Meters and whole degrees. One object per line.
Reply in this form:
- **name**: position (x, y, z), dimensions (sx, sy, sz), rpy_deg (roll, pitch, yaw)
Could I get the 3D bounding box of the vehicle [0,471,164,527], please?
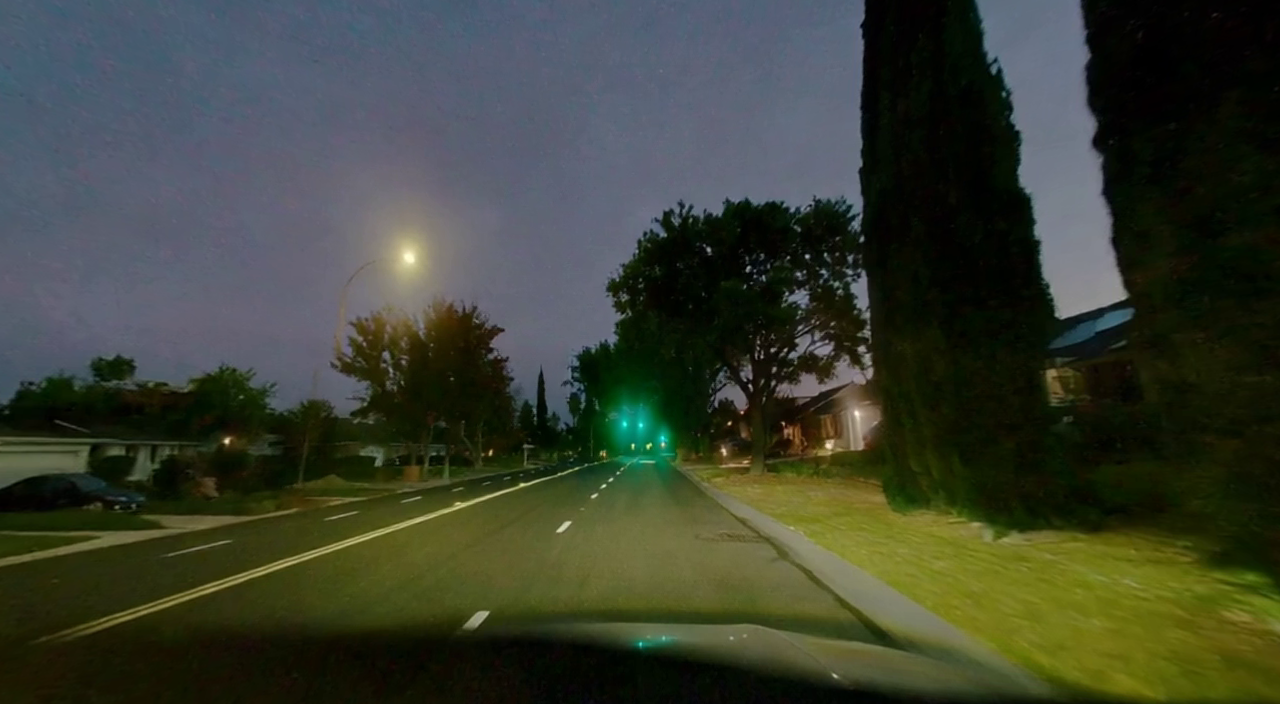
- **vehicle**: position (-17.393, 4.366, 18.848), dimensions (4.624, 1.488, 1.858), rpy_deg (0, -9, -1)
